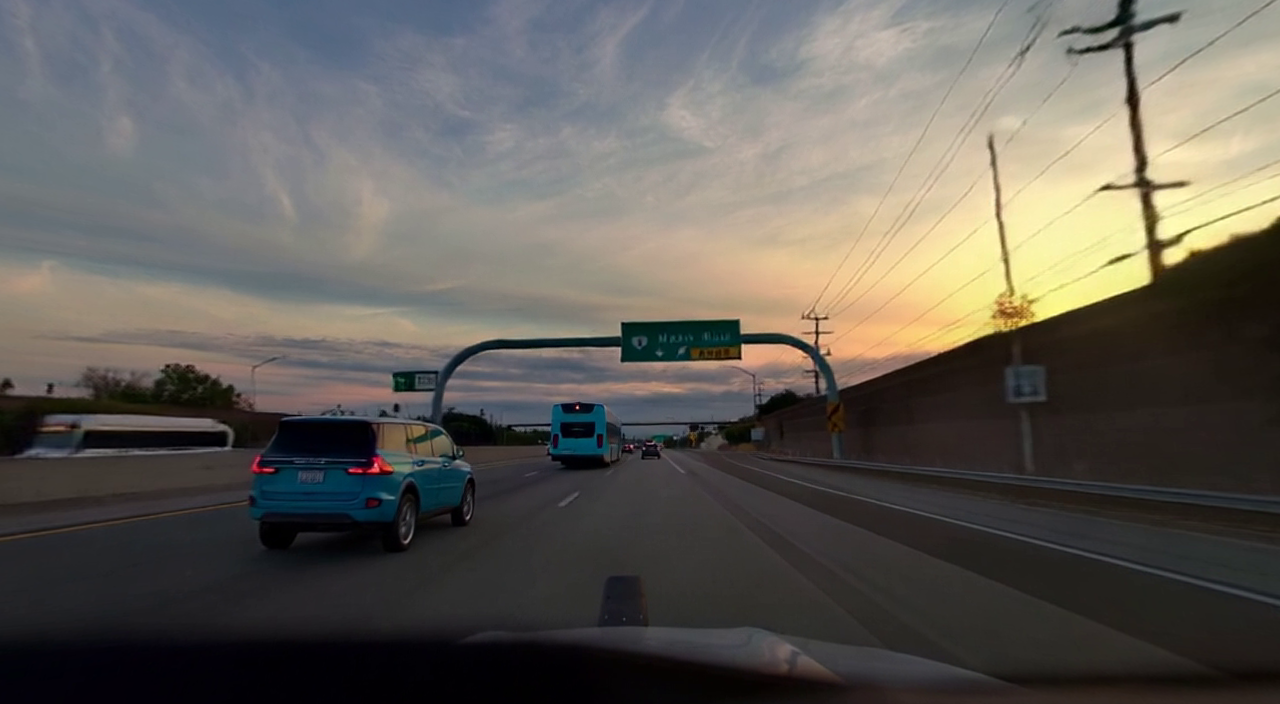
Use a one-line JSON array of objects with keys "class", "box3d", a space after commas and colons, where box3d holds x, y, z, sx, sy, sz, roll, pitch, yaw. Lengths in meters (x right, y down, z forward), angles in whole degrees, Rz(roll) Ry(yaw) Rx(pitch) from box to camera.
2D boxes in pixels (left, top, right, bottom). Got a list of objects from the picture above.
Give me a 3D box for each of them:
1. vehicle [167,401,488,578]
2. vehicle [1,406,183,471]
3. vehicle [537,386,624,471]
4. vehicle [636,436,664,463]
[{"class": "vehicle", "box3d": [-3.601, 1.670, 8.383, 2.021, 1.730, 4.223, 0, -9, 1]}, {"class": "vehicle", "box3d": [-32.227, 5.227, 37.735, 3.549, 3.429, 7.908, 0, -9, 1]}, {"class": "vehicle", "box3d": [-2.794, 4.358, 34.022, 3.382, 3.712, 11.766, 1, -9, 1]}, {"class": "vehicle", "box3d": [0.742, 7.704, 49.981, 2.083, 2.001, 4.782, 0, -9, 0]}]
